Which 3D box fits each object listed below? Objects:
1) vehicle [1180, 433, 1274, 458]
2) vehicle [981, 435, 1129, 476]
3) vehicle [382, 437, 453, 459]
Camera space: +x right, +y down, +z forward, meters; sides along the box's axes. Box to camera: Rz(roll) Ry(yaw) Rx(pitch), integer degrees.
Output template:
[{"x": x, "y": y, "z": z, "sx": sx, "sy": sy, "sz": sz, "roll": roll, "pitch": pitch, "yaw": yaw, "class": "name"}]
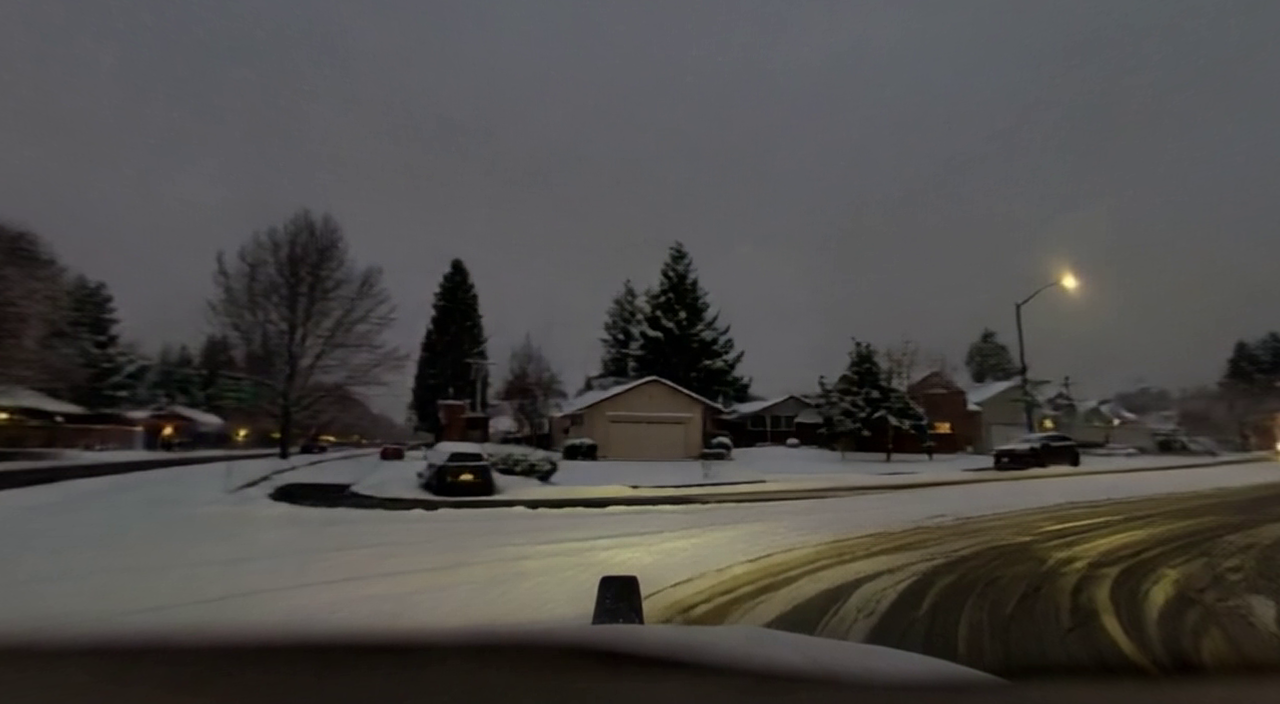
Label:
[{"x": 44.248, "y": 7.085, "z": 47.732, "sx": 4.620, "sy": 1.695, "sz": 2.004, "roll": -4, "pitch": -10, "yaw": 17, "class": "vehicle"}, {"x": 16.949, "y": 4.250, "z": 26.107, "sx": 4.750, "sy": 1.559, "sz": 1.928, "roll": -4, "pitch": -9, "yaw": 23, "class": "vehicle"}, {"x": -15.529, "y": 6.735, "z": 44.272, "sx": 4.585, "sy": 1.457, "sz": 1.899, "roll": 3, "pitch": -9, "yaw": -17, "class": "vehicle"}]
